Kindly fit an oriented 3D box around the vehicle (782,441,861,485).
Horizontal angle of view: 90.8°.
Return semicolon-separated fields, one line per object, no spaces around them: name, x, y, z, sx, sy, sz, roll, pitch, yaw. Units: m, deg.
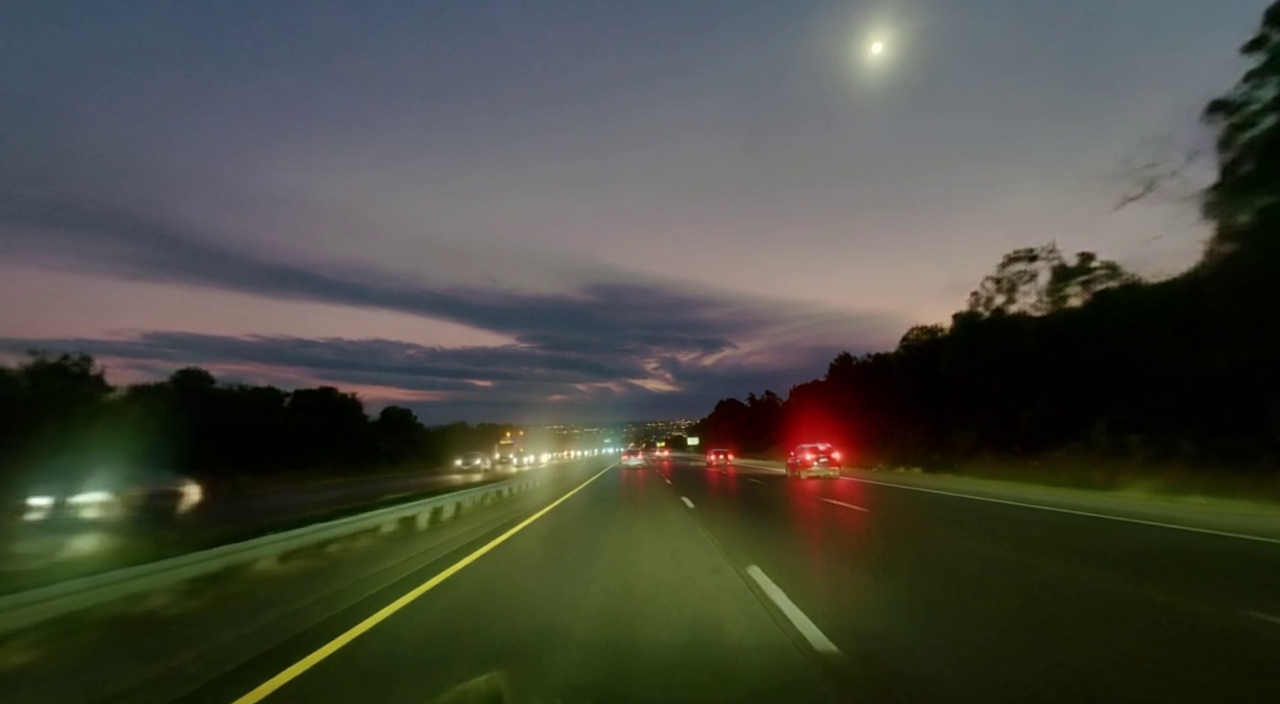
vehicle;7.133;4.393;25.210;1.903;1.566;3.866;0;-9;-1

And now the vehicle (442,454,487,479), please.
vehicle;-12.378;8.107;44.827;1.897;1.659;4.306;0;-9;0

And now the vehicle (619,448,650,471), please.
vehicle;-0.370;7.318;43.135;2.021;1.507;4.272;0;-9;0

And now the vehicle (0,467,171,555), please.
vehicle;-12.864;3.364;13.874;1.810;1.498;4.320;0;-9;-1
